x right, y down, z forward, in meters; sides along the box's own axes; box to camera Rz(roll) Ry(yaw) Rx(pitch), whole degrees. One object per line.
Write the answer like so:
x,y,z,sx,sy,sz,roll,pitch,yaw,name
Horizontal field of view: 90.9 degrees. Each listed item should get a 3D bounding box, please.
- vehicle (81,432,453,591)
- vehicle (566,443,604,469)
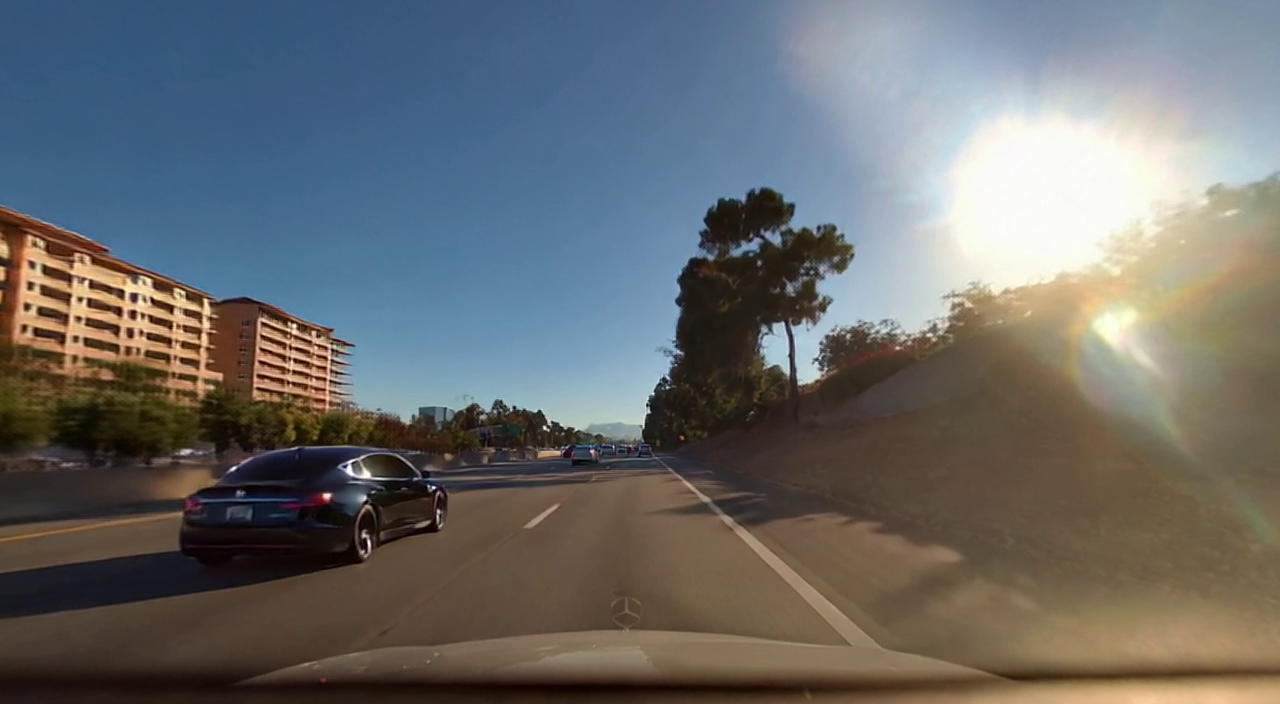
-4.153,1.818,8.134,2.083,1.471,4.350,0,-8,1,vehicle
-3.310,6.355,38.797,1.926,1.464,4.186,0,-8,1,vehicle
